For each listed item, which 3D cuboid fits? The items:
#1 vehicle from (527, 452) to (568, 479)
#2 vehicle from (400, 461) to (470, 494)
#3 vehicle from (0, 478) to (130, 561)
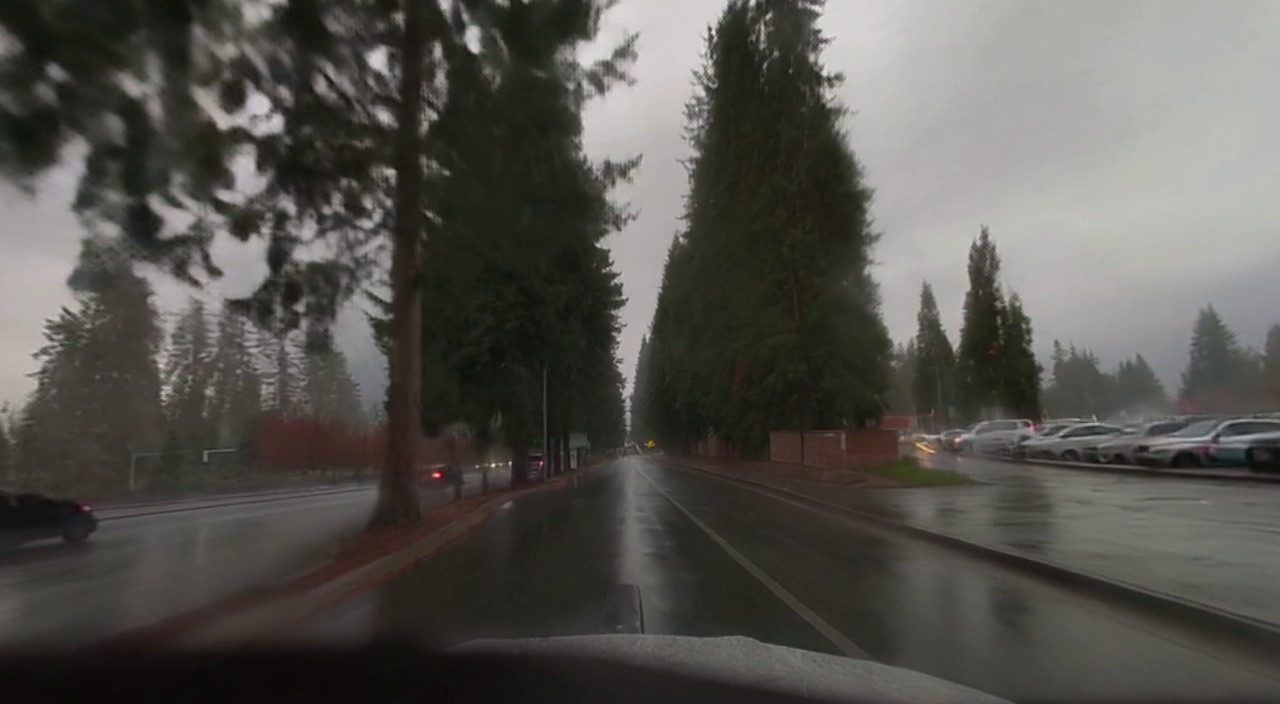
[{"bbox_3d":[-6.494,8.019,44.910,2.049,1.699,4.860,-1,-9,2],"label":"vehicle"},{"bbox_3d":[-10.886,6.686,33.912,1.886,1.535,4.742,-1,-9,4],"label":"vehicle"},{"bbox_3d":[-13.348,3.422,12.878,1.781,1.476,4.513,-1,-9,7],"label":"vehicle"}]
